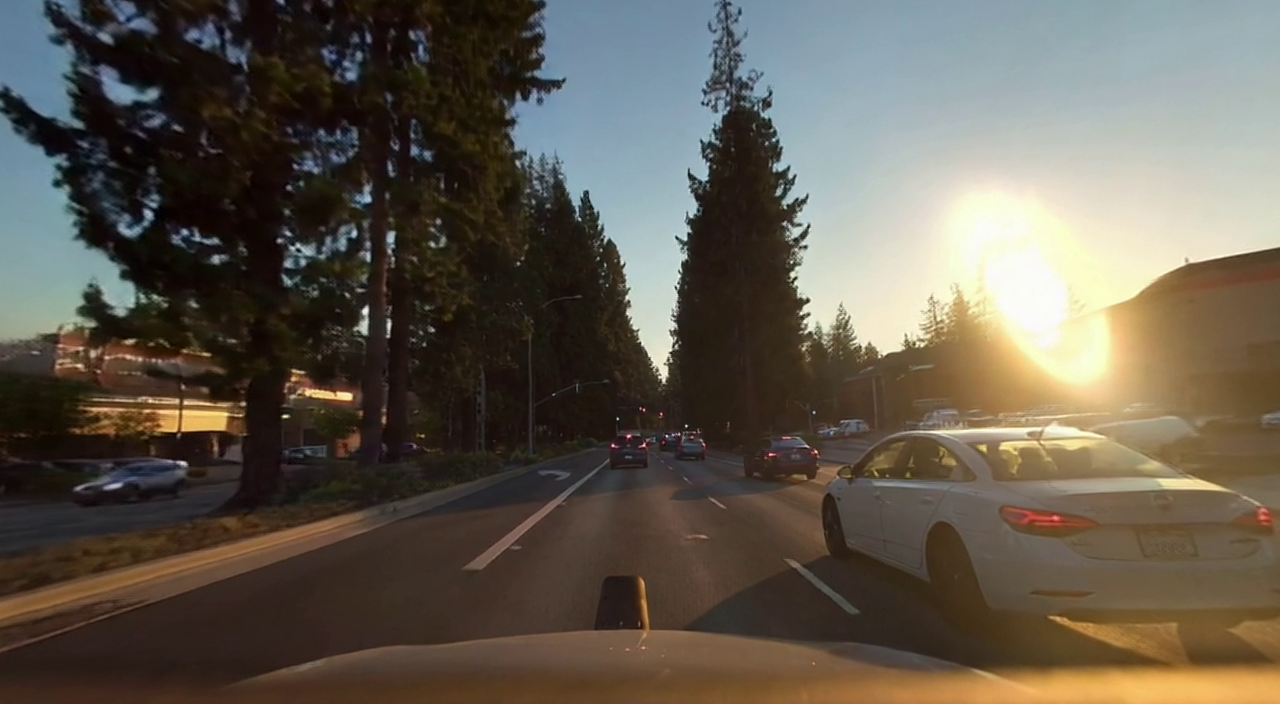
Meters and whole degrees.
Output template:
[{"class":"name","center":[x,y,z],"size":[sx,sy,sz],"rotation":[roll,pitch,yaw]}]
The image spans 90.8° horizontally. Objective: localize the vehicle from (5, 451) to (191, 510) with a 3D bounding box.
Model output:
[{"class":"vehicle","center":[-17.110,4.018,20.354],"size":[1.984,1.492,4.677],"rotation":[-4,-8,-1]}]

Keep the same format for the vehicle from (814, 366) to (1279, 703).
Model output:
[{"class":"vehicle","center":[3.208,1.216,5.246],"size":[2.153,1.658,4.485],"rotation":[0,-8,-1]}]

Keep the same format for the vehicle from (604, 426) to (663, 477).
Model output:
[{"class":"vehicle","center":[-0.250,3.873,24.723],"size":[2.106,1.798,4.168],"rotation":[0,-8,-1]}]

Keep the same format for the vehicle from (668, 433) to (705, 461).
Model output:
[{"class":"vehicle","center":[3.056,6.323,42.215],"size":[2.000,1.745,4.206],"rotation":[0,-8,-2]}]

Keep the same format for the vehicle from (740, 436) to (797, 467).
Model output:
[{"class":"vehicle","center":[6.321,4.960,31.576],"size":[1.883,1.452,4.258],"rotation":[0,-8,-1]}]
